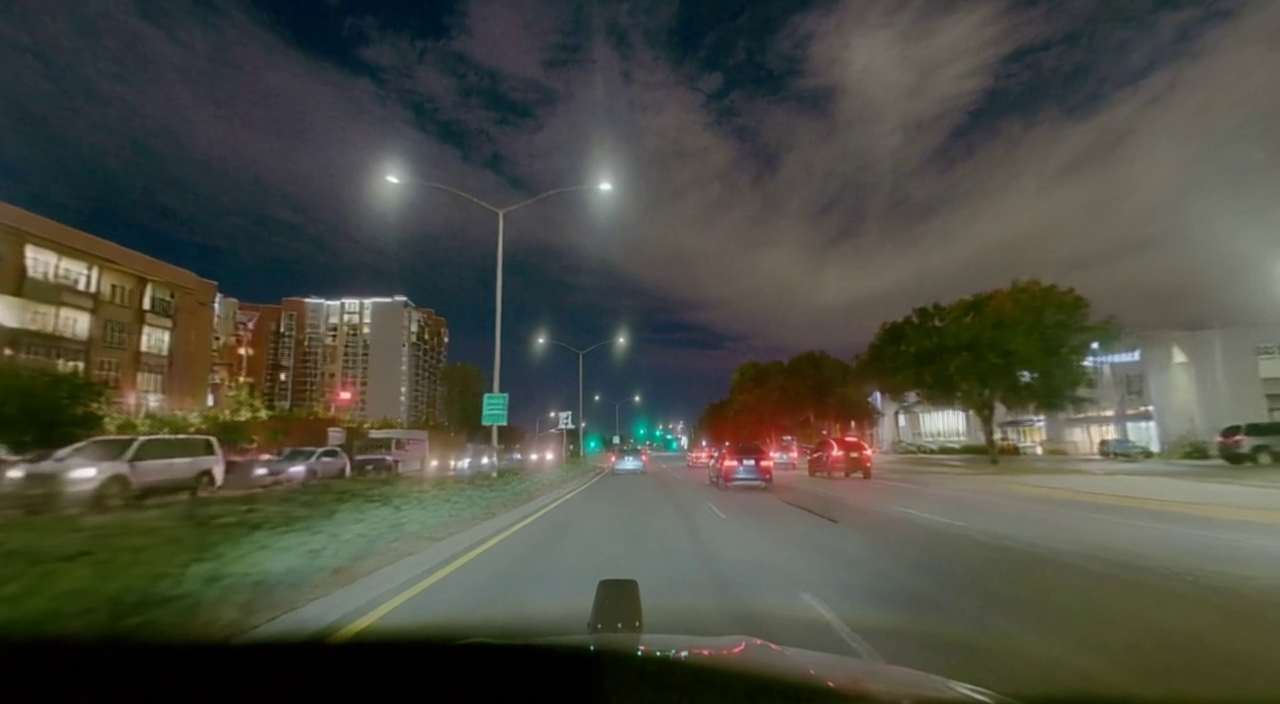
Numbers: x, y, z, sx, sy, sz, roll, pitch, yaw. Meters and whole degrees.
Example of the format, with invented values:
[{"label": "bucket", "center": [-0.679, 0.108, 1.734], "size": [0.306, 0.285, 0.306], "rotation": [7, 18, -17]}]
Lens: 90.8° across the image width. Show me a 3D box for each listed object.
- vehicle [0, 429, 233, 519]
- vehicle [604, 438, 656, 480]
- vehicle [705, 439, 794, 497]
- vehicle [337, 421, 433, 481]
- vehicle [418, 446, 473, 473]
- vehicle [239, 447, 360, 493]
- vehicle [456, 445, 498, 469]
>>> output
[{"label": "vehicle", "center": [-12.480, 2.852, 15.310], "size": [2.021, 1.817, 4.740], "rotation": [0, -9, 0]}, {"label": "vehicle", "center": [-0.398, 4.702, 28.019], "size": [2.101, 1.694, 3.979], "rotation": [0, -9, 0]}, {"label": "vehicle", "center": [3.068, 3.341, 18.546], "size": [1.852, 1.498, 3.825], "rotation": [0, -9, -1]}, {"label": "vehicle", "center": [-12.271, 4.790, 30.994], "size": [2.263, 2.542, 5.913], "rotation": [-2, -8, 0]}, {"label": "vehicle", "center": [-11.933, 6.620, 39.150], "size": [2.048, 1.470, 4.514], "rotation": [-2, -8, -1]}, {"label": "vehicle", "center": [-12.165, 4.203, 22.974], "size": [1.923, 1.502, 4.422], "rotation": [0, -9, 0]}, {"label": "vehicle", "center": [-12.215, 7.883, 47.699], "size": [2.002, 1.686, 4.477], "rotation": [-1, -8, 0]}]
